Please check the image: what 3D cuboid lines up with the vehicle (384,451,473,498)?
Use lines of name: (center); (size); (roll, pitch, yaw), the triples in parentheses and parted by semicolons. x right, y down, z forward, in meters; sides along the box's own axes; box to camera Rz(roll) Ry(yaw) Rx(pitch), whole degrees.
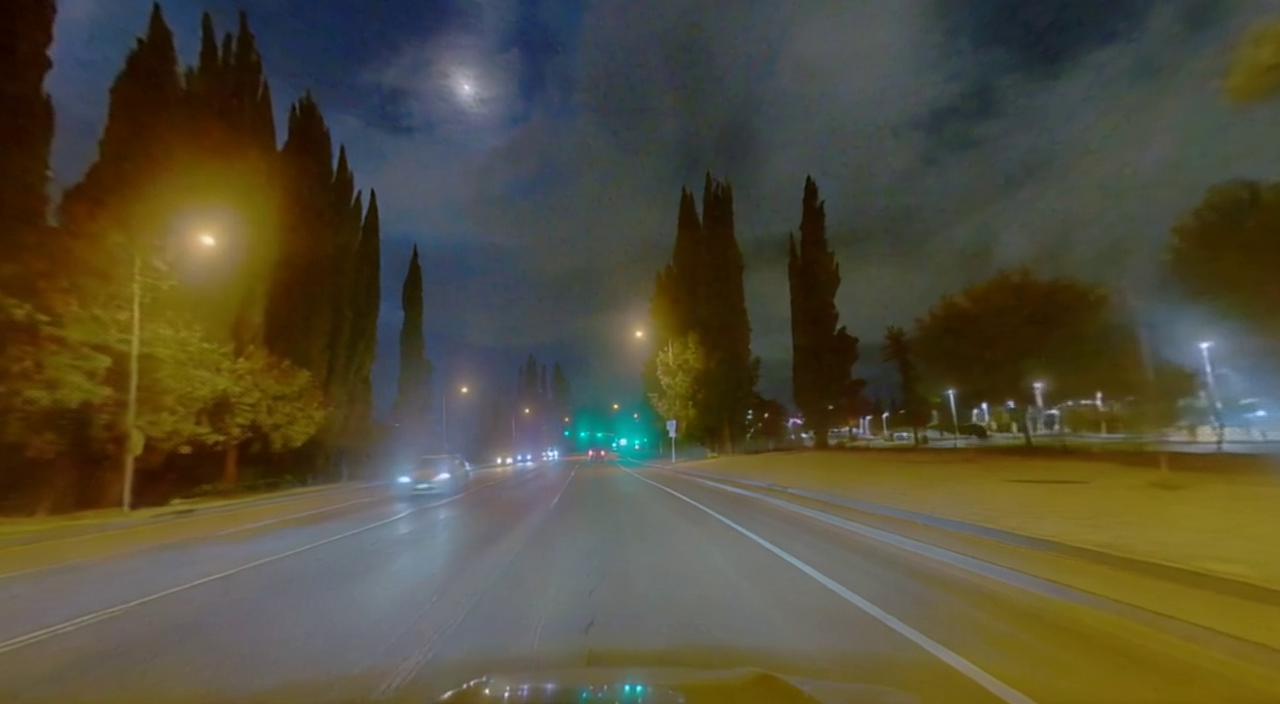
vehicle: (-7.688, 4.466, 23.438); (2.033, 1.511, 4.247); (0, -8, -3)
